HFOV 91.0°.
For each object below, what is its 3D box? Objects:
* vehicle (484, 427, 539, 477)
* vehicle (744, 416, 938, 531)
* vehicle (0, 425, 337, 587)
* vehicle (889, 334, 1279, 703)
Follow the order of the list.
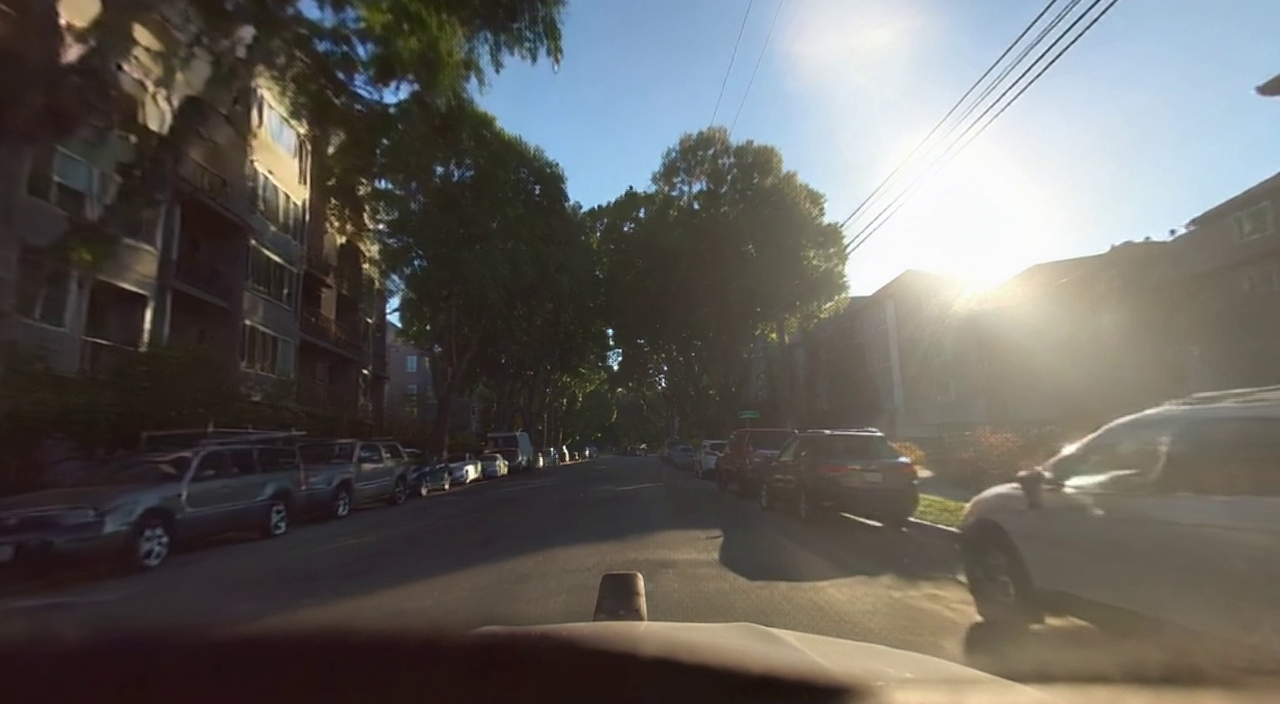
[{"bbox_3d":[-7.812,6.170,38.829,2.294,2.707,6.199,-2,-9,-2],"label":"vehicle"},{"bbox_3d":[3.784,2.407,13.152,2.214,1.885,5.268,0,-8,-1],"label":"vehicle"},{"bbox_3d":[-7.337,2.276,10.051,2.384,1.781,5.492,-3,-10,-1],"label":"vehicle"},{"bbox_3d":[3.936,1.030,3.941,2.280,1.850,5.961,0,-8,0],"label":"vehicle"}]
